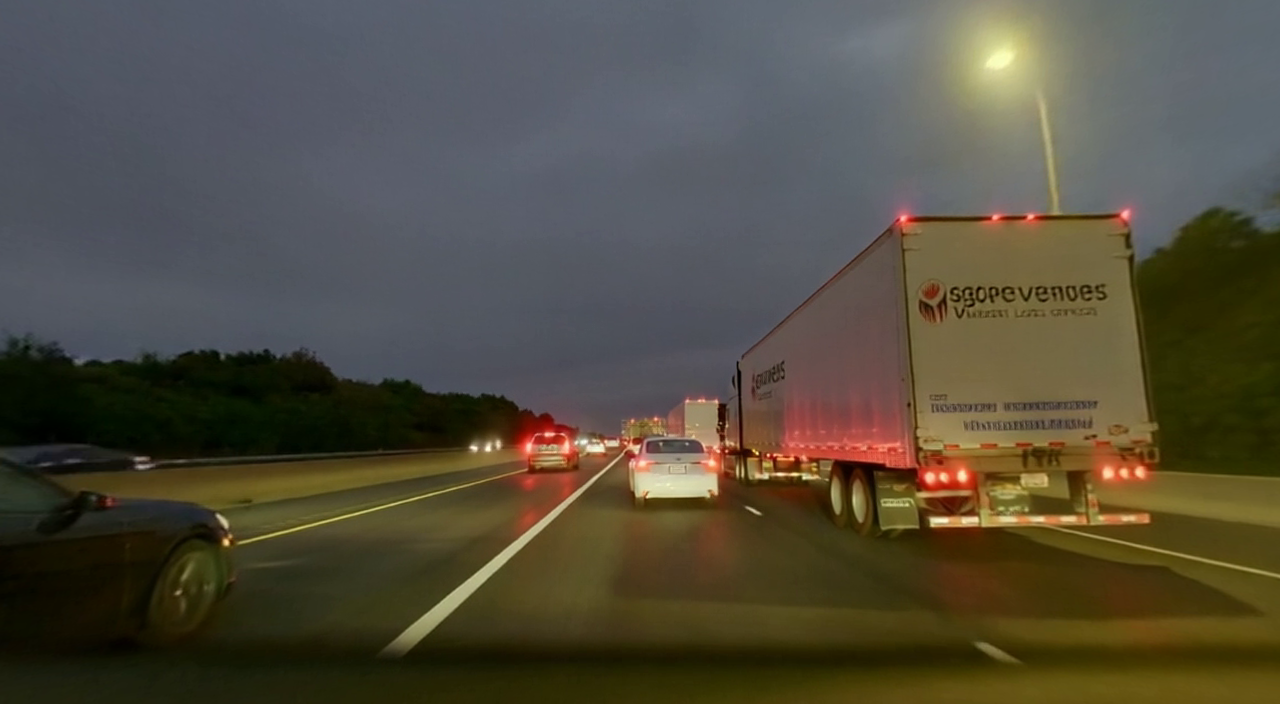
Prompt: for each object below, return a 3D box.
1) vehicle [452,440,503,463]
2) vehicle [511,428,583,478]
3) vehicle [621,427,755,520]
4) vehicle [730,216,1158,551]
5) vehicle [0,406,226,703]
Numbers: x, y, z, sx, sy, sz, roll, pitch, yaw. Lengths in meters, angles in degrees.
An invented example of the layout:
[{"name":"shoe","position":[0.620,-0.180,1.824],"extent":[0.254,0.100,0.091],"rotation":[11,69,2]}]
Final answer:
[{"name":"vehicle","position":[-10.793,6.617,42.216],"extent":[2.037,1.397,4.817],"rotation":[0,-8,1]},{"name":"vehicle","position":[-3.434,3.817,24.186],"extent":[2.006,1.729,4.447],"rotation":[0,-8,1]},{"name":"vehicle","position":[0.762,2.289,12.528],"extent":[2.200,1.495,4.282],"rotation":[0,-8,-1]},{"name":"vehicle","position":[4.617,1.275,14.784],"extent":[2.883,4.070,14.423],"rotation":[0,-8,0]},{"name":"vehicle","position":[-4.284,0.928,2.504],"extent":[2.100,1.491,4.676],"rotation":[0,-8,0]}]
